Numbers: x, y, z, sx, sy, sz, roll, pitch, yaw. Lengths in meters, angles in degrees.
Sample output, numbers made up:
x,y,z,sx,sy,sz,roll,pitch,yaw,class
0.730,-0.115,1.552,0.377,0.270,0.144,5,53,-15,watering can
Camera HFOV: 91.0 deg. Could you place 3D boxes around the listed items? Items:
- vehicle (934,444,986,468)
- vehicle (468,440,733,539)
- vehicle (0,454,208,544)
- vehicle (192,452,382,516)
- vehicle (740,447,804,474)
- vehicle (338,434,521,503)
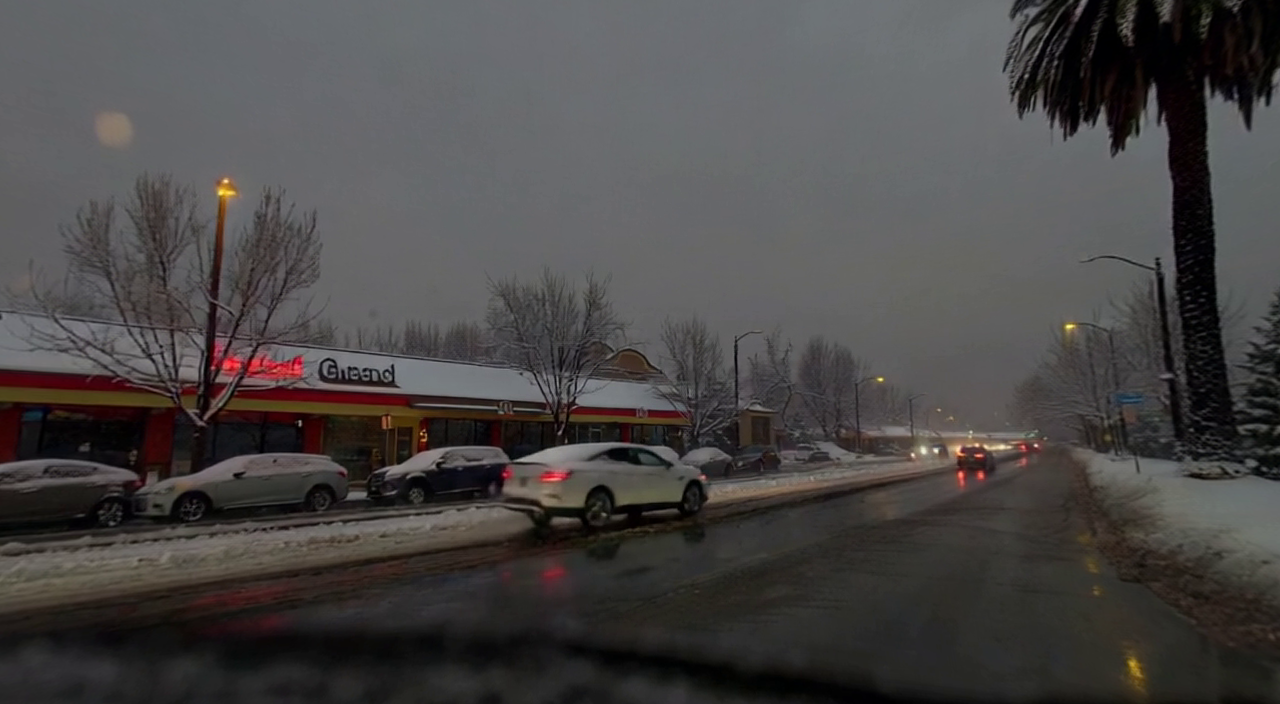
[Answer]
x,y,z,sx,sy,sz,roll,pitch,yaw,class
20.722,6.680,40.676,2.035,1.485,4.849,-6,-11,37,vehicle
-0.530,2.537,12.447,2.232,1.513,5.090,-7,-11,41,vehicle
-11.412,2.737,12.013,1.854,1.482,4.756,-6,-11,37,vehicle
-10.549,3.899,19.158,1.900,1.615,4.573,-6,-11,37,vehicle
8.052,6.534,38.062,1.981,1.493,4.721,-6,-11,36,vehicle
-6.151,3.591,19.014,1.989,1.792,4.884,-9,-15,36,vehicle
